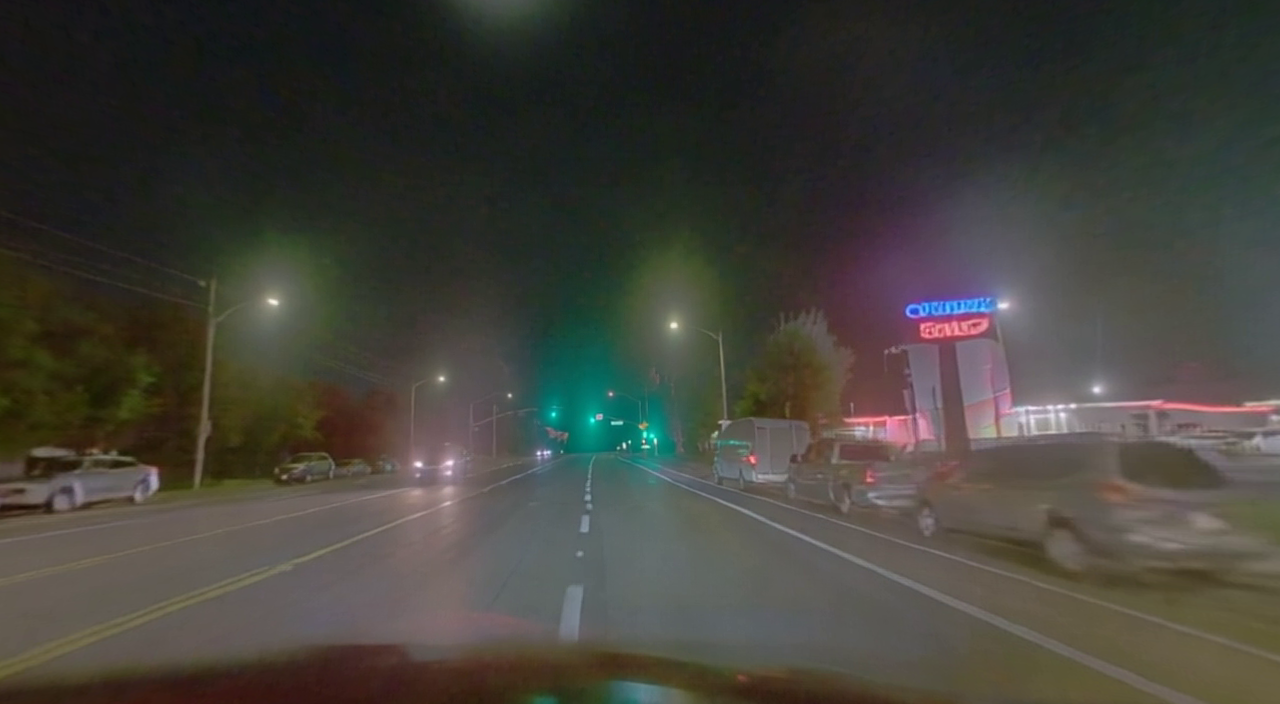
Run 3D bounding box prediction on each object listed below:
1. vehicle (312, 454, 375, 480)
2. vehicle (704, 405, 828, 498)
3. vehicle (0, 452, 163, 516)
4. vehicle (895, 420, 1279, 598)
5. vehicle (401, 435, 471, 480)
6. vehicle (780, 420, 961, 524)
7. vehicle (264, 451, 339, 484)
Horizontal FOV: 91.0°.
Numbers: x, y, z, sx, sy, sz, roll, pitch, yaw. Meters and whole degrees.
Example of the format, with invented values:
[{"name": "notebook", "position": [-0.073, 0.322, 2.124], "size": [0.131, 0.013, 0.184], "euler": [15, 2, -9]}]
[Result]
[{"name": "vehicle", "position": [-19.025, 7.376, 40.651], "size": [1.906, 1.509, 4.834], "euler": [0, -9, -2]}, {"name": "vehicle", "position": [4.335, 3.582, 23.205], "size": [2.739, 2.866, 6.142], "euler": [-1, -7, -5]}, {"name": "vehicle", "position": [-17.512, 4.024, 19.677], "size": [1.928, 1.718, 4.279], "euler": [0, -9, -3]}, {"name": "vehicle", "position": [5.570, 1.923, 8.650], "size": [1.952, 1.771, 4.385], "euler": [1, -9, -5]}, {"name": "vehicle", "position": [-10.077, 5.255, 31.574], "size": [2.235, 2.023, 4.923], "euler": [1, -9, -5]}, {"name": "vehicle", "position": [5.111, 2.749, 14.972], "size": [2.002, 2.010, 5.145], "euler": [1, -9, -4]}, {"name": "vehicle", "position": [-18.582, 6.328, 34.796], "size": [2.021, 1.695, 4.372], "euler": [1, -9, -5]}]
